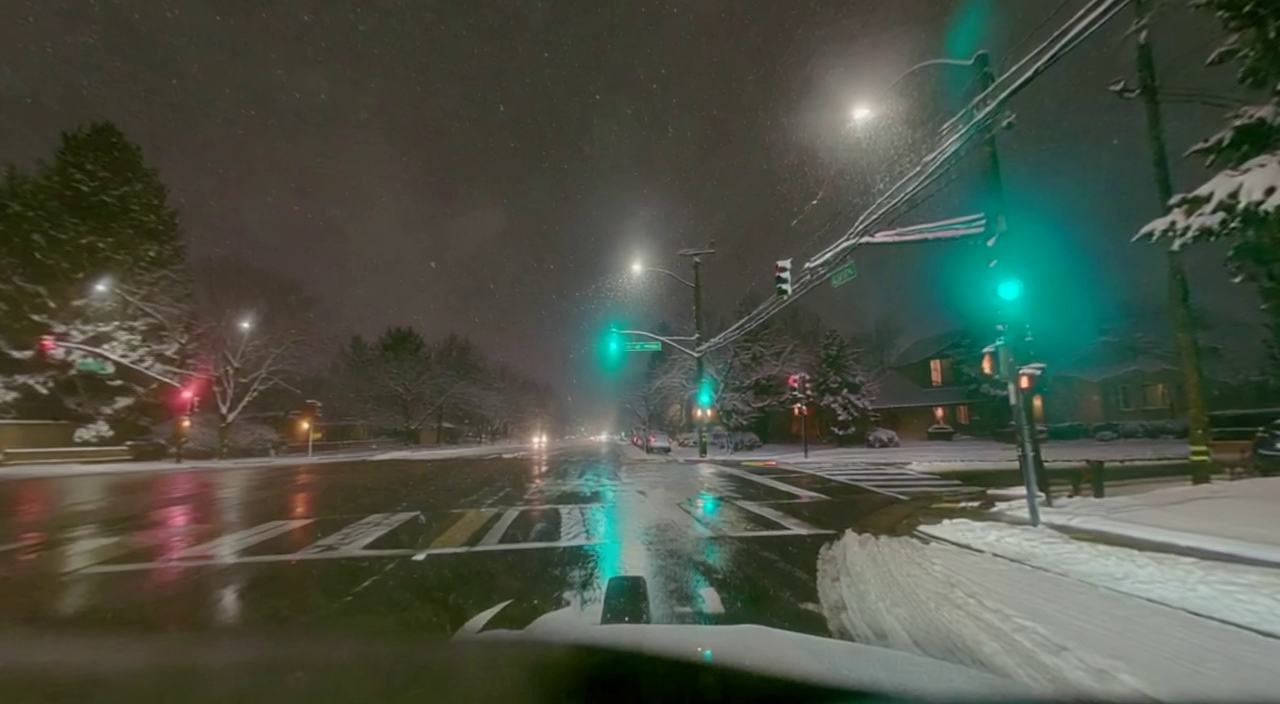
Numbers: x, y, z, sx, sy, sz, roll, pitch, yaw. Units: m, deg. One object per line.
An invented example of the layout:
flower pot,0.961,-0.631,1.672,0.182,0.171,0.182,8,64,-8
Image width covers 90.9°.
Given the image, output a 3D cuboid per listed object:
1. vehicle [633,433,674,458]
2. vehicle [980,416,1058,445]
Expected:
vehicle,0.764,5.842,39.486,2.149,1.507,4.160,1,-8,-5
vehicle,24.457,5.147,40.870,2.028,1.595,4.554,1,-10,-3
